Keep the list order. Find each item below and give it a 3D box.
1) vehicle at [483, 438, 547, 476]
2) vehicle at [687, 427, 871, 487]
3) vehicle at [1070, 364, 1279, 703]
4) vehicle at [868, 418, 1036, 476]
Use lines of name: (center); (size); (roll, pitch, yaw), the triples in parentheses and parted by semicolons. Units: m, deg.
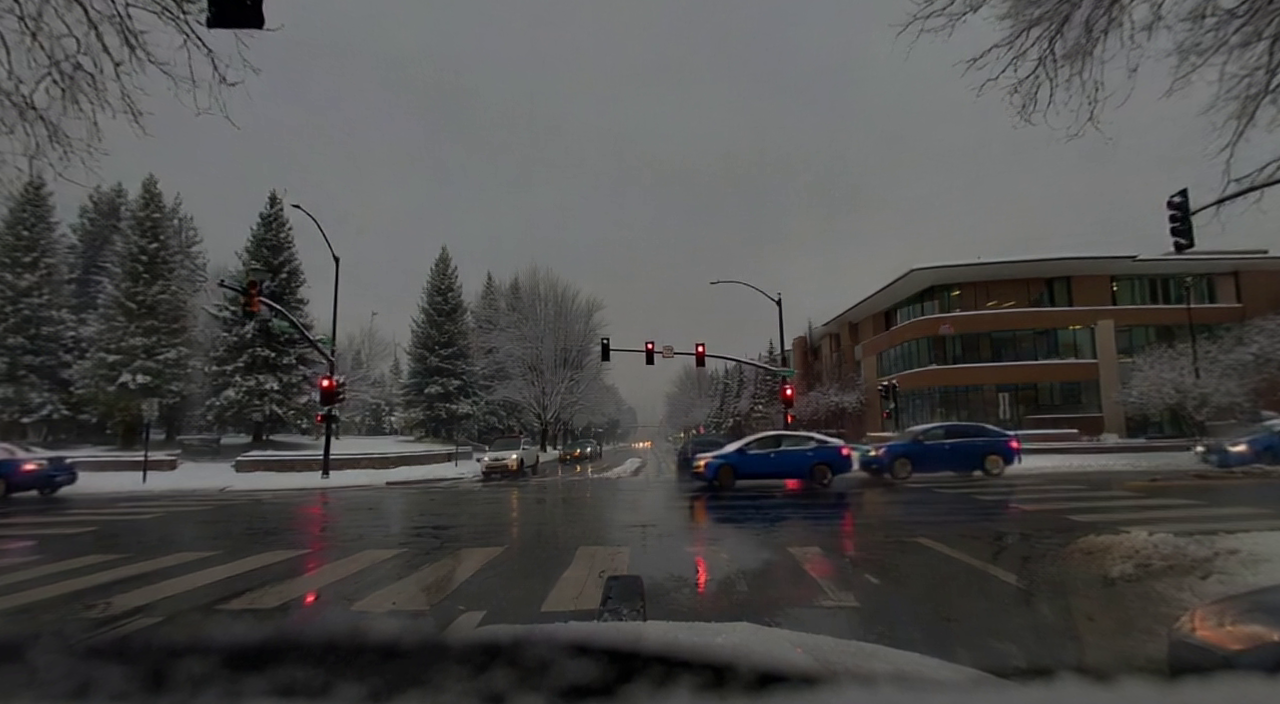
vehicle: (-5.948, 5.047, 30.440); (2.115, 1.690, 4.322); (-1, -8, 2)
vehicle: (3.565, 2.771, 16.760); (4.464, 1.472, 1.867); (0, -8, 0)
vehicle: (2.887, 0.672, 0.823); (1.947, 1.576, 3.825); (0, -8, 1)
vehicle: (9.950, 3.077, 20.328); (4.363, 1.757, 1.926); (0, -8, 1)
